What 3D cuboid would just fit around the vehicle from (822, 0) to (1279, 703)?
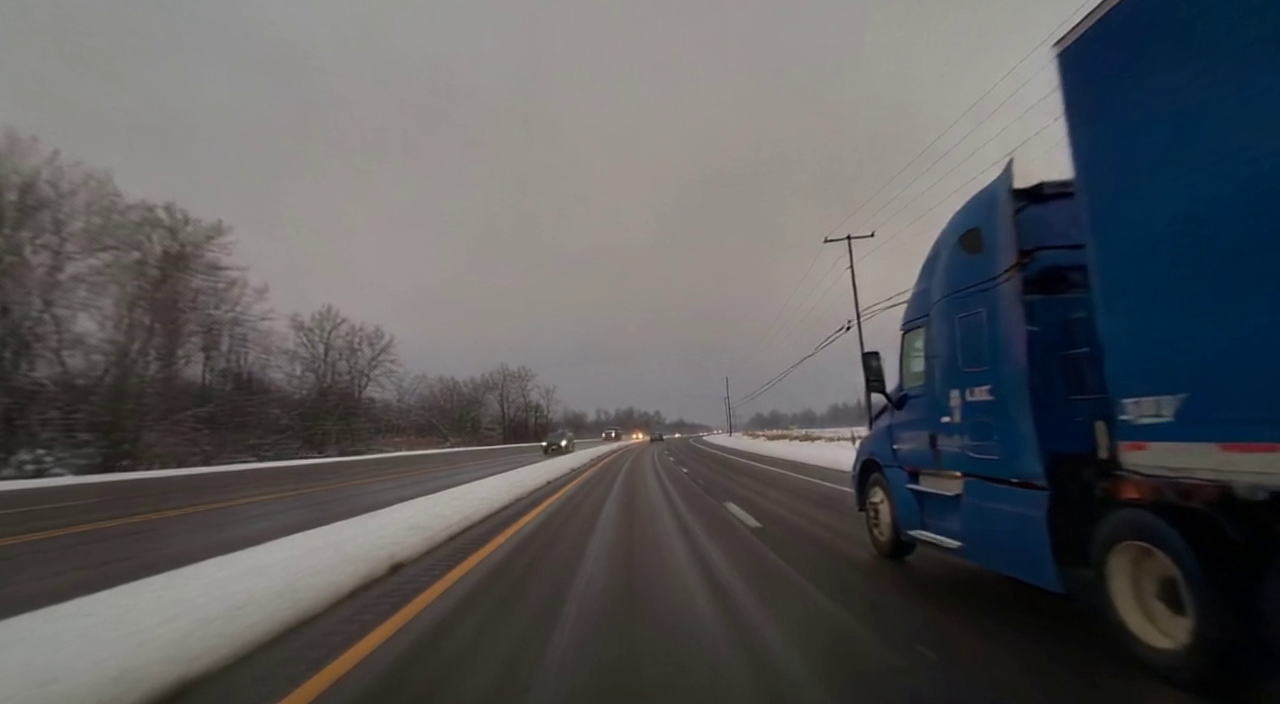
[{"bbox_3d":[4.040,0.116,5.390,2.979,4.151,6.405,0,-8,0],"label":"vehicle"}]
